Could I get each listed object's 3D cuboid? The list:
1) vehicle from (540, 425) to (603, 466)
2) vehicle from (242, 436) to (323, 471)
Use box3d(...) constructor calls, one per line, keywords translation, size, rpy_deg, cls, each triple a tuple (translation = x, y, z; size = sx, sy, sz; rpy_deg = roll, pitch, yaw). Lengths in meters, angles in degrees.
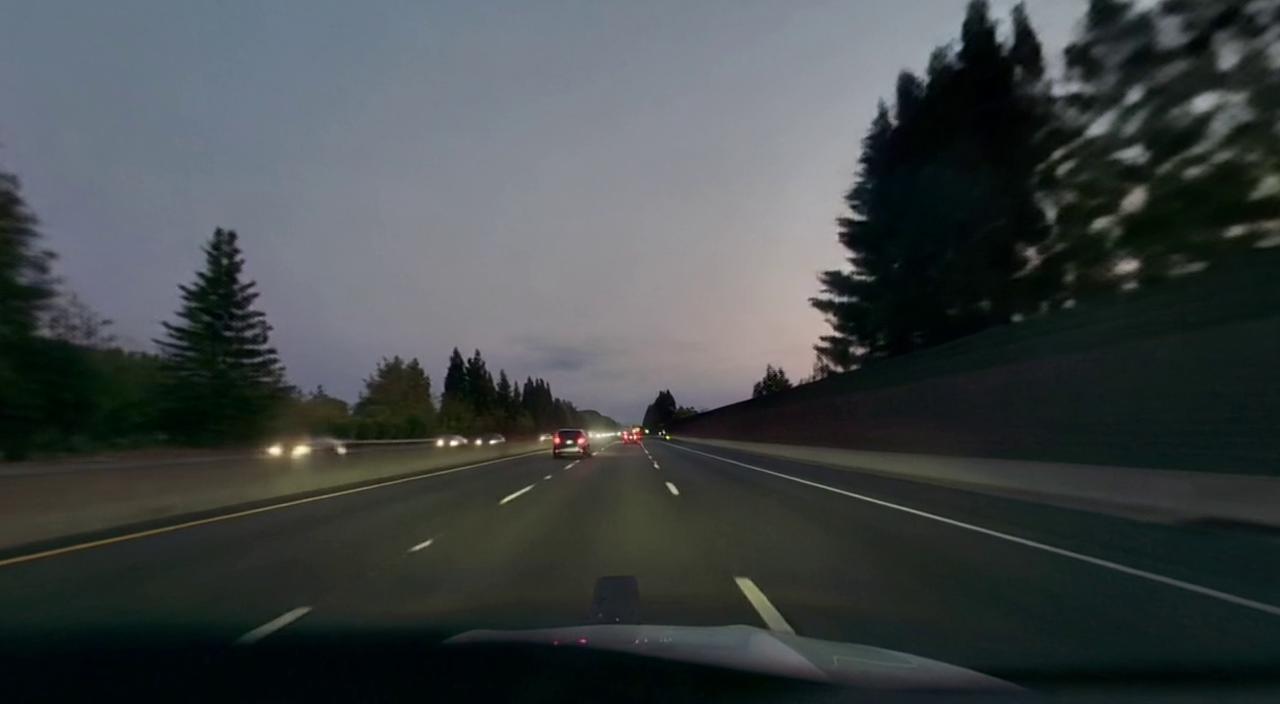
box3d(translation=(-3.043, 4.268, 28.972), size=(2.306, 1.730, 4.606), rpy_deg=(0, -8, 1), cls="vehicle")
box3d(translation=(-18.065, 5.124, 32.045), size=(1.780, 1.624, 3.976), rpy_deg=(0, -8, 0), cls="vehicle")
